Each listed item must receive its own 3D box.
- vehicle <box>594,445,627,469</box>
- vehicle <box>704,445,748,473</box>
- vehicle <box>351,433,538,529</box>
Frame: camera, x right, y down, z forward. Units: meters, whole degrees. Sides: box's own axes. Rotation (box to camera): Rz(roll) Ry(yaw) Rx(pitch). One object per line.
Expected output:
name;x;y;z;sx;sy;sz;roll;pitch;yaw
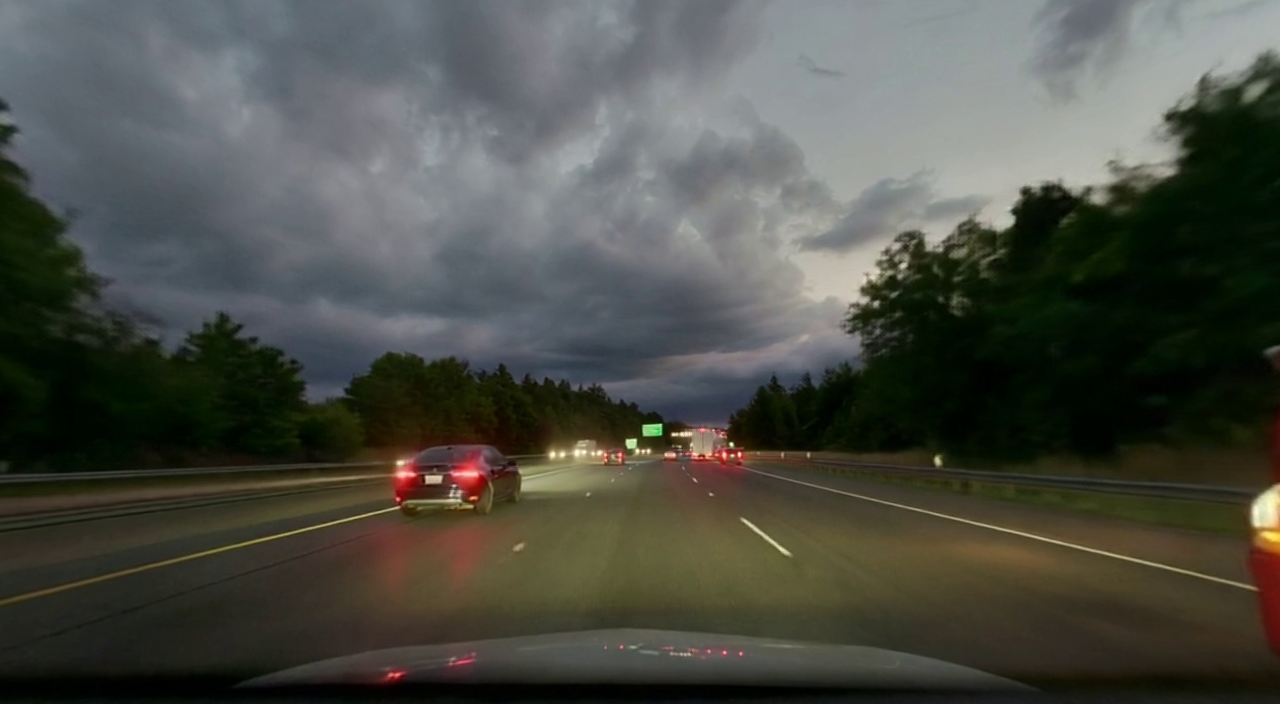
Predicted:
vehicle;-2.135;7.796;47.047;2.017;1.683;4.309;0;-9;3
vehicle;5.077;6.386;37.711;2.176;1.598;3.878;0;-9;1
vehicle;-3.535;2.455;12.572;2.085;1.530;4.809;0;-9;1
